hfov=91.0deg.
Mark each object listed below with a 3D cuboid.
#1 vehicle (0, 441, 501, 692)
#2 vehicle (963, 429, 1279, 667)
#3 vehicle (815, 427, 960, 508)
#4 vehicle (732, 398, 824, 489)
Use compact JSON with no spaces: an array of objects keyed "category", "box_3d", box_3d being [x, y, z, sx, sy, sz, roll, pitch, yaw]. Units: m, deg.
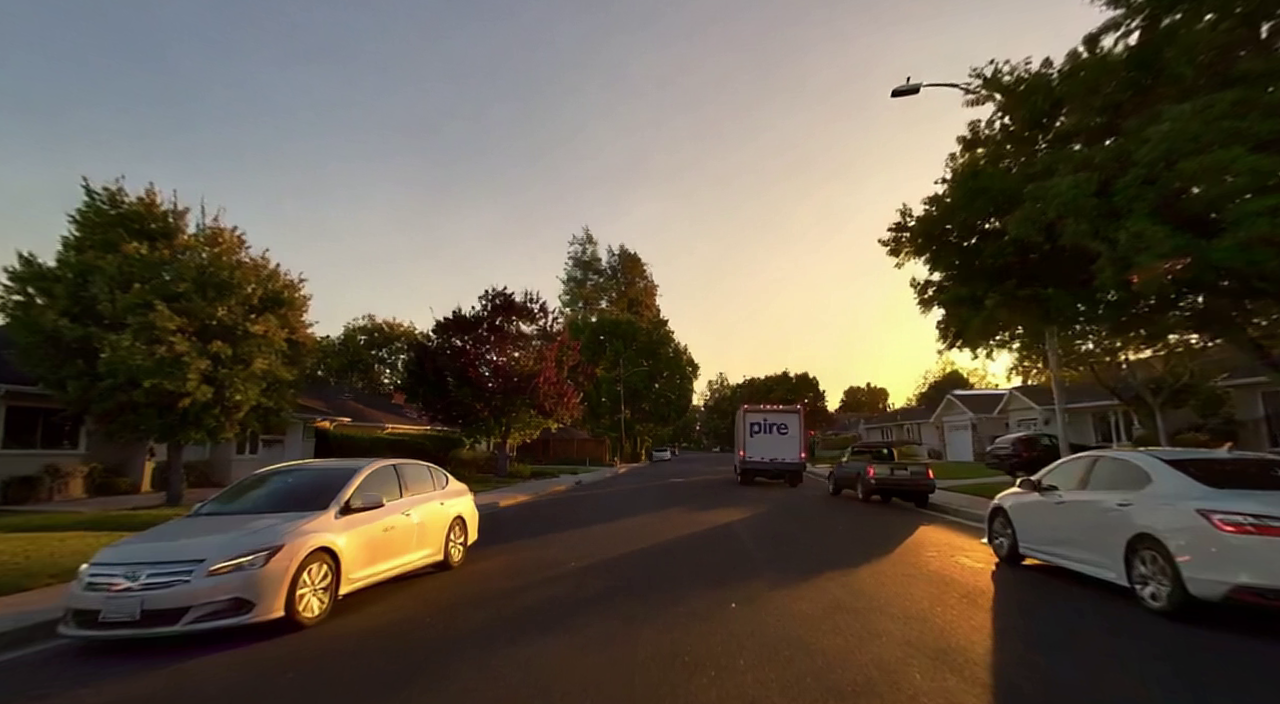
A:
[{"category":"vehicle","box_3d":[-3.262,1.723,6.495,1.938,1.402,5.095,2,-9,7]},{"category":"vehicle","box_3d":[5.251,1.583,6.258,1.943,1.511,4.582,-1,-8,5]},{"category":"vehicle","box_3d":[6.533,3.082,17.268,2.410,1.902,4.277,-1,-8,4]},{"category":"vehicle","box_3d":[5.177,3.630,24.922,2.924,3.018,7.600,-1,-9,8]}]
